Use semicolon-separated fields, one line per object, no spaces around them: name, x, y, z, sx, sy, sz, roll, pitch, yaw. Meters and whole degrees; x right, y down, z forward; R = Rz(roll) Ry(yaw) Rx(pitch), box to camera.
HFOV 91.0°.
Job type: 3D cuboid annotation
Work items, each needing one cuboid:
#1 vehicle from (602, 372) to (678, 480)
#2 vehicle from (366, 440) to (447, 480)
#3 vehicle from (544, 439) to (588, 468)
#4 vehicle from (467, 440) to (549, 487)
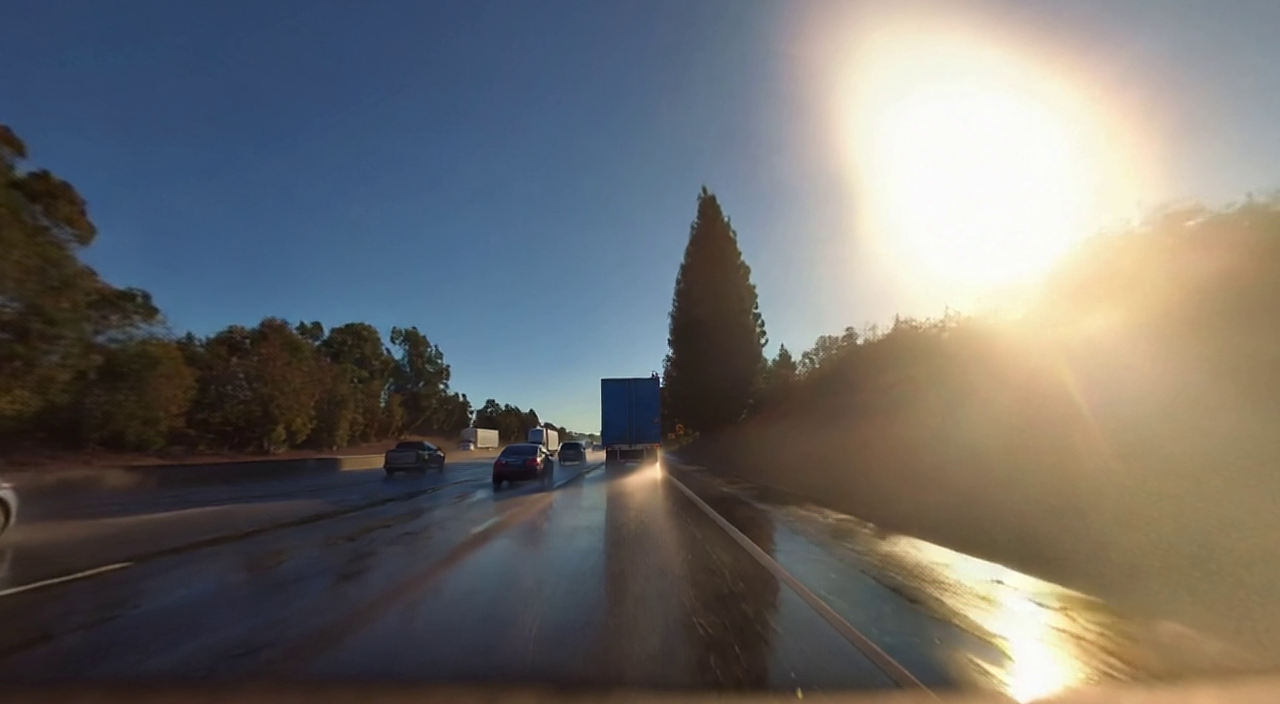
vehicle;-0.234;3.593;29.591;2.913;4.113;10.724;0;-8;-2
vehicle;-10.124;4.683;27.644;1.952;1.590;4.090;0;-8;1
vehicle;-4.445;6.157;38.394;2.158;1.680;4.087;0;-8;0
vehicle;-4.754;4.058;23.277;2.164;1.582;3.979;0;-8;0
